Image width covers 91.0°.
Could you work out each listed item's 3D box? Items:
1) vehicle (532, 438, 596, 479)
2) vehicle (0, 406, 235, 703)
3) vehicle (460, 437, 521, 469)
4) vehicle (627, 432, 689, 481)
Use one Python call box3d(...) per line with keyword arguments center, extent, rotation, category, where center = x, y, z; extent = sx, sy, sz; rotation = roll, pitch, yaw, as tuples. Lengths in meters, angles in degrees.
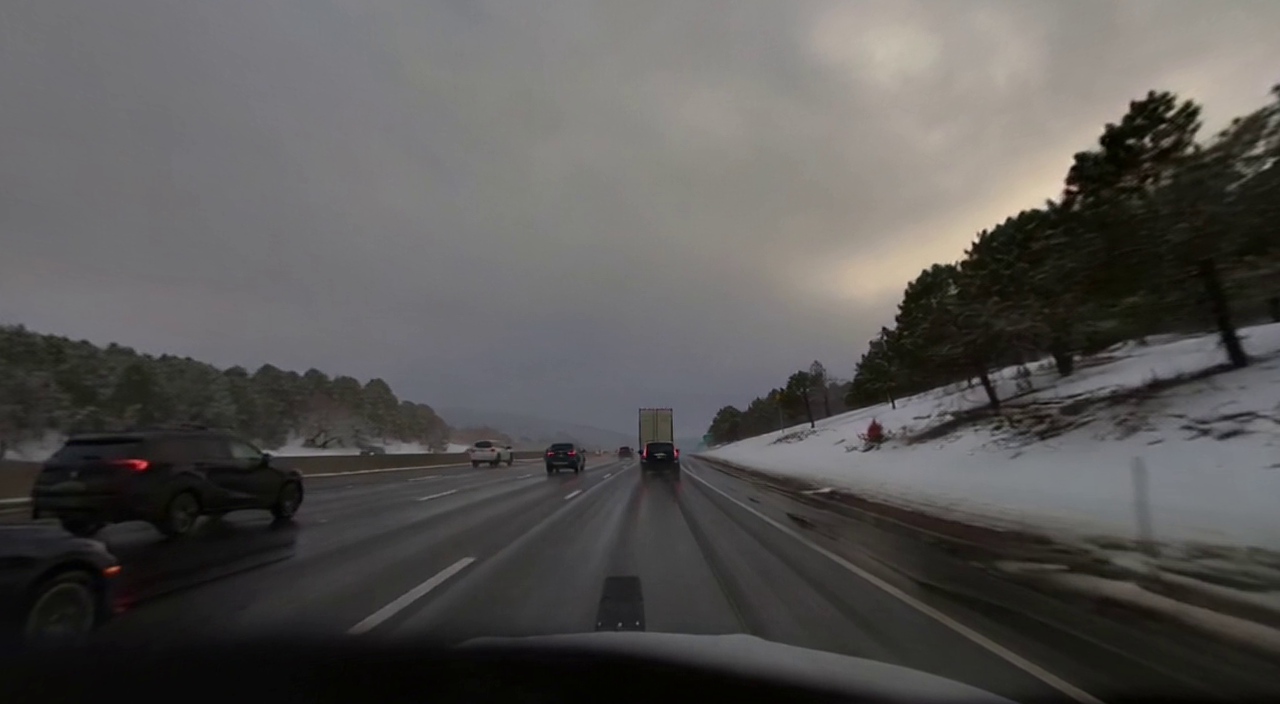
box3d(center=(-3.336, 4.777, 28.479), extent=(2.155, 1.661, 4.477), rotation=(0, -9, 2), category="vehicle")
box3d(center=(-3.870, 0.863, 2.121), extent=(1.943, 1.468, 4.547), rotation=(1, -9, 0), category="vehicle")
box3d(center=(-10.251, 6.971, 43.791), extent=(2.421, 2.025, 6.236), rotation=(0, -9, 2), category="vehicle")
box3d(center=(0.711, 4.238, 25.720), extent=(2.281, 1.795, 4.297), rotation=(1, -9, 1), category="vehicle")
